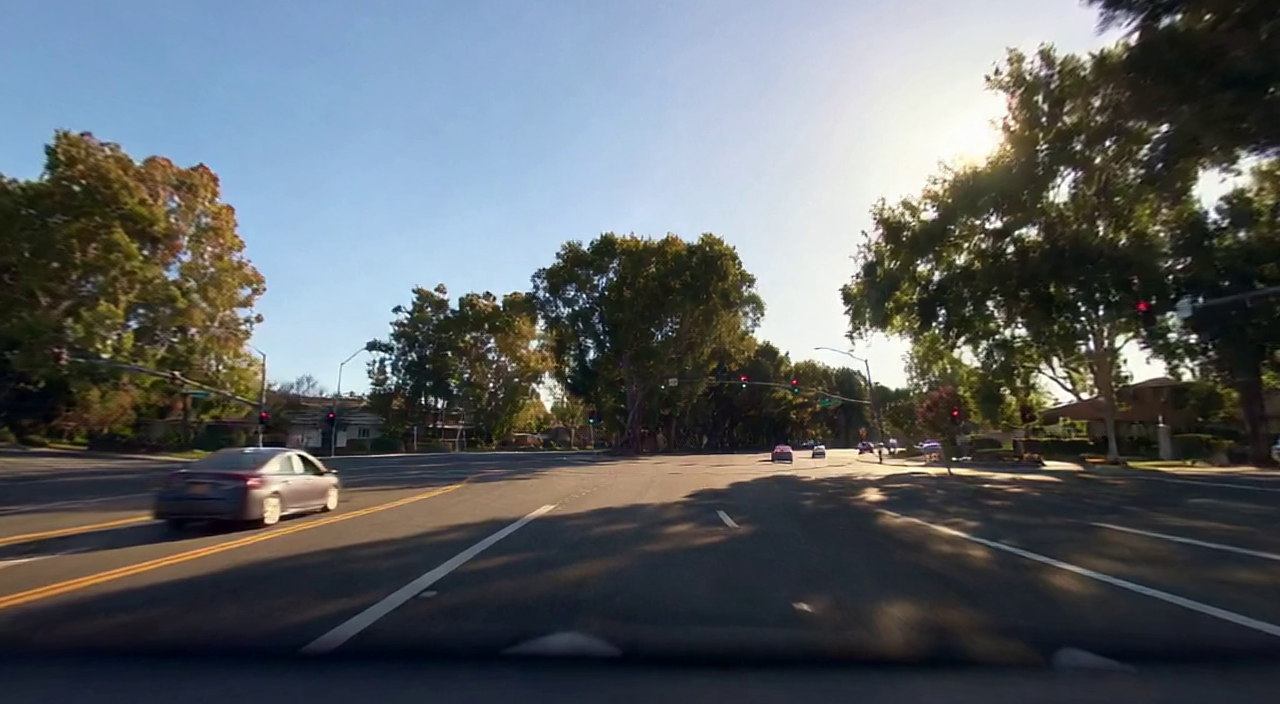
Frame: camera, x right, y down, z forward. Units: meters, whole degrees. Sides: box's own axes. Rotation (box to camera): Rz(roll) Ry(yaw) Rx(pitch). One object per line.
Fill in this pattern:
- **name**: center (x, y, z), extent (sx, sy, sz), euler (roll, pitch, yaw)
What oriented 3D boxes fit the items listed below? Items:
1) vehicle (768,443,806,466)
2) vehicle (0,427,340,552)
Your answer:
- **vehicle**: center (9.866, 6.899, 42.704), extent (1.988, 1.460, 3.996), euler (-1, -9, 6)
- **vehicle**: center (-6.845, 1.970, 9.833), extent (2.063, 1.455, 4.651), euler (0, -8, 0)
